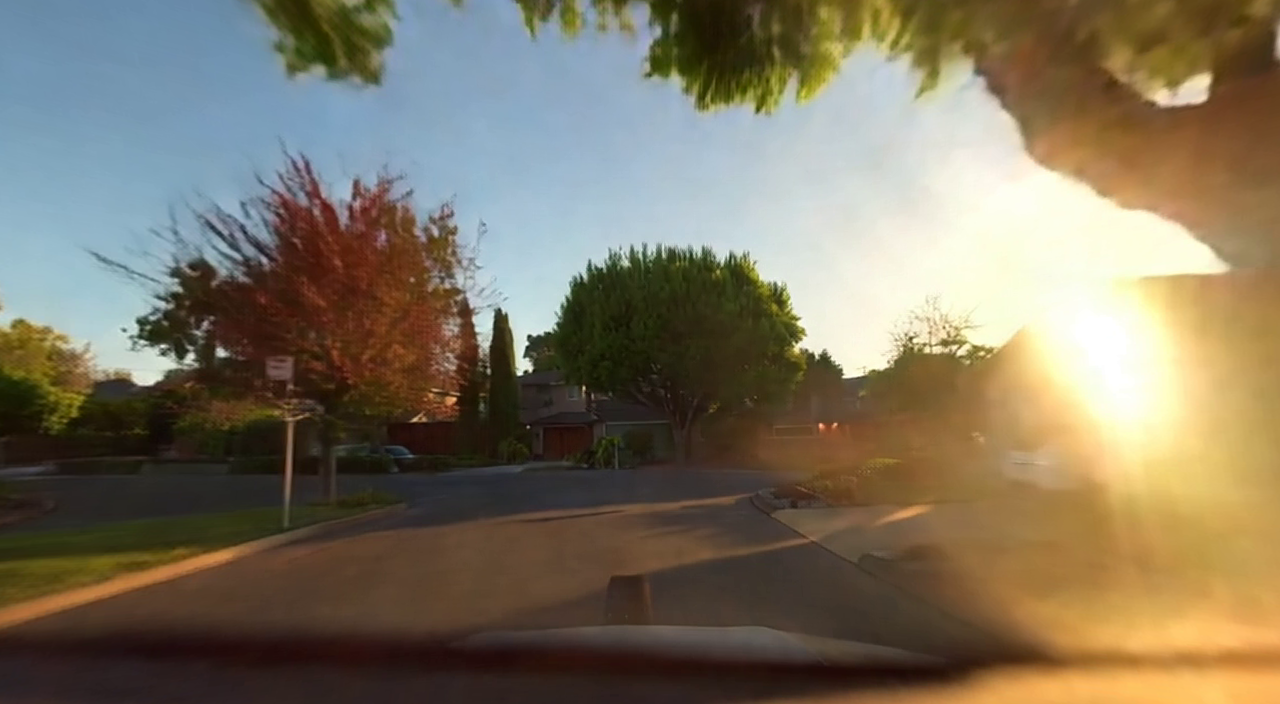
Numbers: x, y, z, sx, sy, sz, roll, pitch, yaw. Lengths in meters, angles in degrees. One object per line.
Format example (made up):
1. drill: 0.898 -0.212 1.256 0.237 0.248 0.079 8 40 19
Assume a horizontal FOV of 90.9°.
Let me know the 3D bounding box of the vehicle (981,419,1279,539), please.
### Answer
1. vehicle: 8.987 2.137 10.983 4.801 1.788 2.073 -3 -7 6
